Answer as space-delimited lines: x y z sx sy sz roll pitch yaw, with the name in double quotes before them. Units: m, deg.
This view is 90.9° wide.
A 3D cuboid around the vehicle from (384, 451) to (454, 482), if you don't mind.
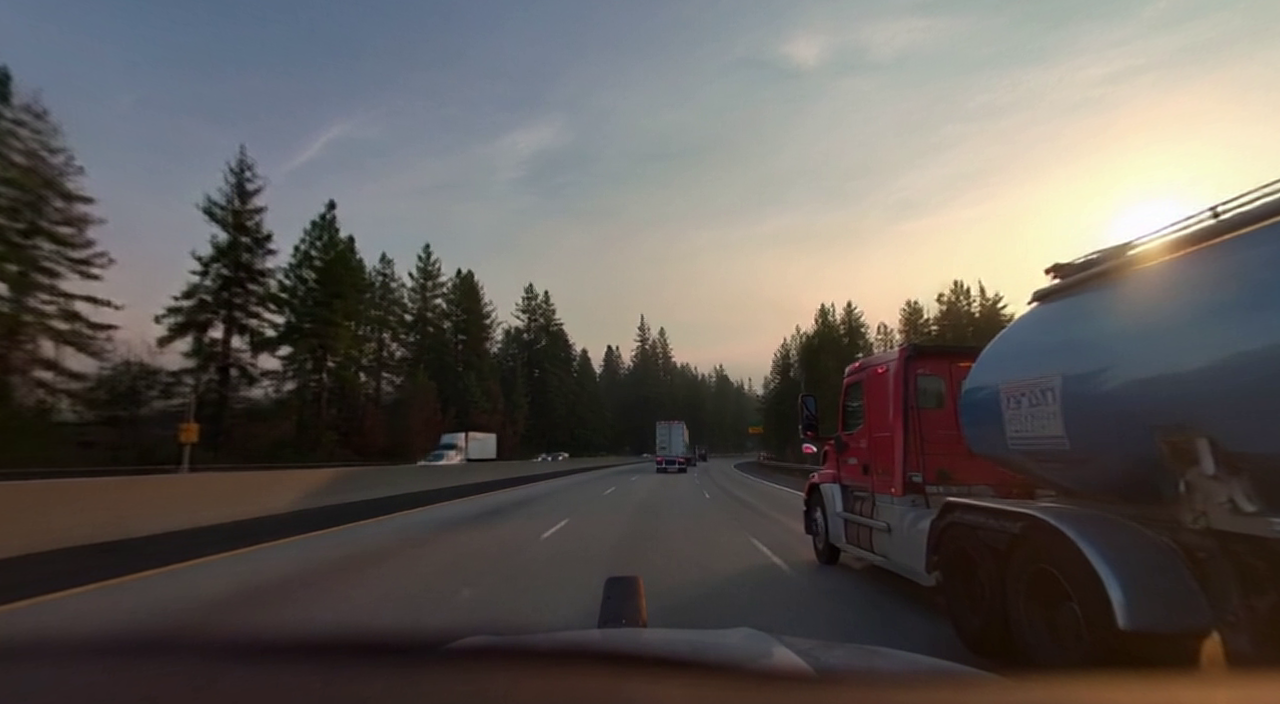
"vehicle" -12.161 6.310 35.011 1.985 1.526 4.645 -1 -8 3
